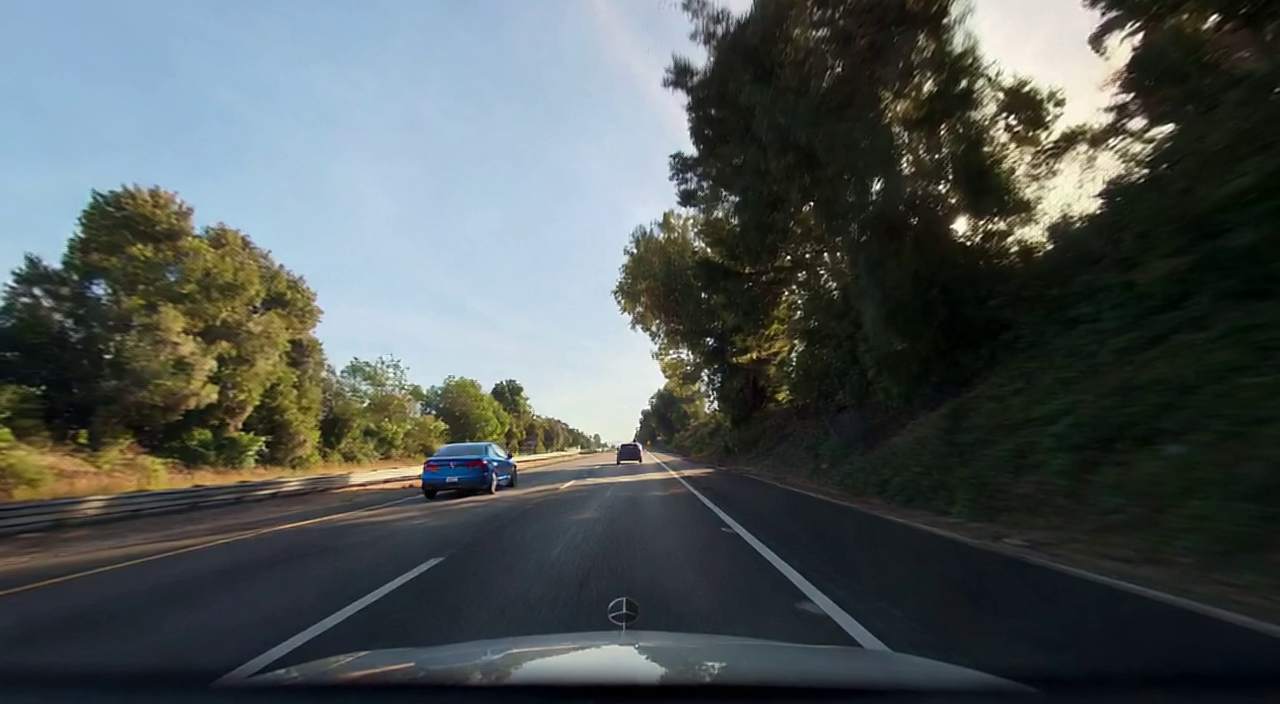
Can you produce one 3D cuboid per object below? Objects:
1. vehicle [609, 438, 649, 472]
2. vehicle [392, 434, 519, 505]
[{"bbox_3d":[-0.605,5.788,35.575,2.126,1.786,3.958,0,-9,-1],"label":"vehicle"},{"bbox_3d":[-4.749,3.095,16.990,2.113,1.656,4.215,0,-9,0],"label":"vehicle"}]
